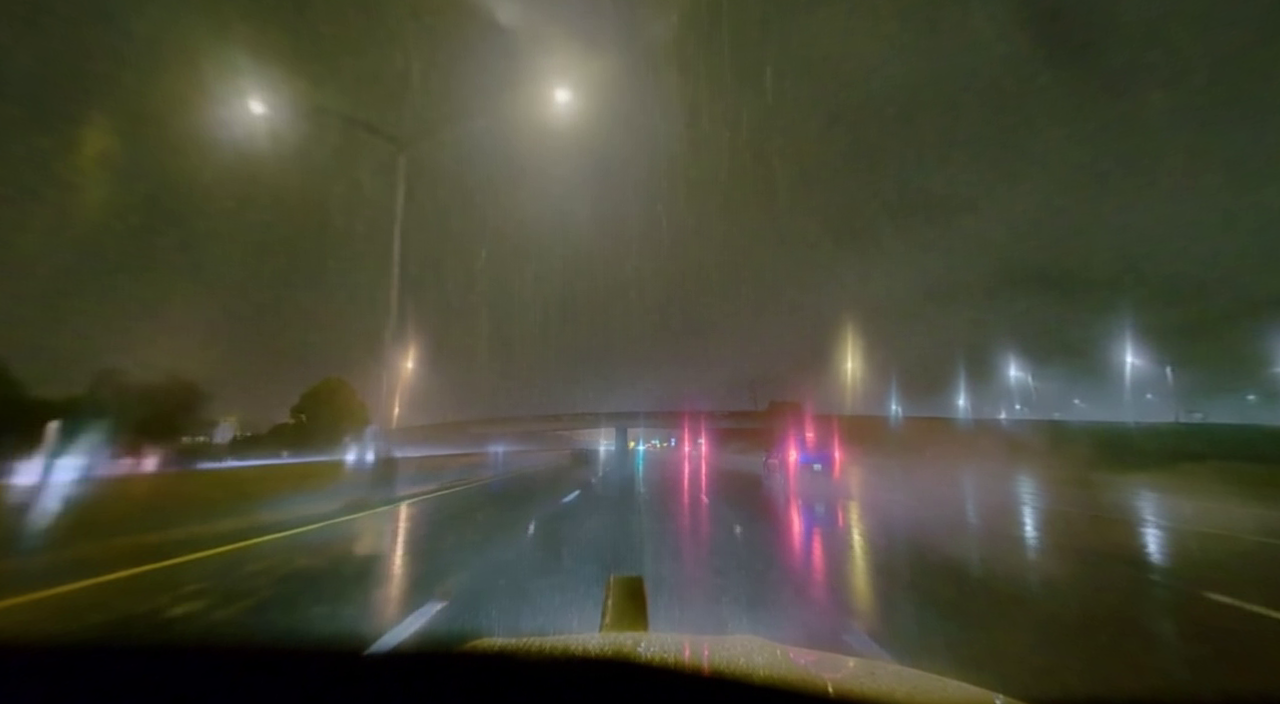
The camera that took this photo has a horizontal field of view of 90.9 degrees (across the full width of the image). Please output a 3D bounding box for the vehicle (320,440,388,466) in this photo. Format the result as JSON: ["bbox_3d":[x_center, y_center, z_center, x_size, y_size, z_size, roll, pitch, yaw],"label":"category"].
[{"bbox_3d":[-17.854,6.333,39.643,2.098,1.547,4.407,0,-9,1],"label":"vehicle"}]

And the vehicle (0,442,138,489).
[{"bbox_3d":[-21.352,4.078,23.070,2.100,1.526,4.702,0,-8,0],"label":"vehicle"}]
